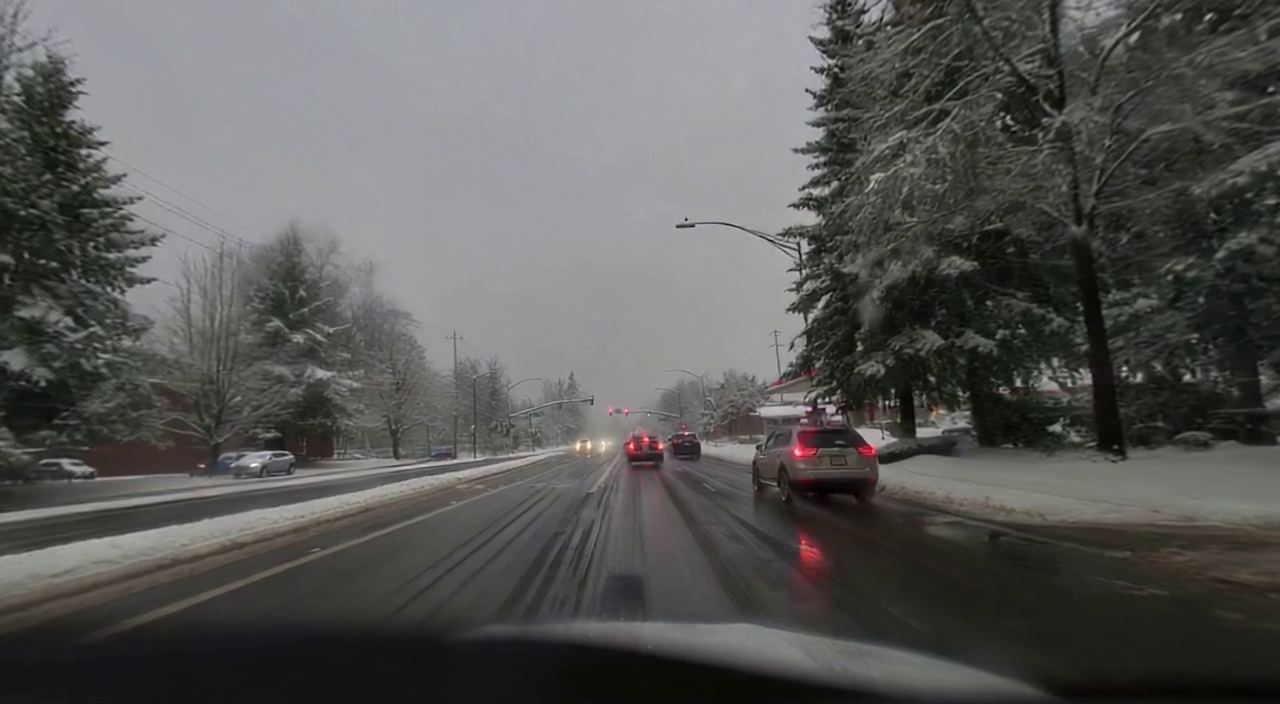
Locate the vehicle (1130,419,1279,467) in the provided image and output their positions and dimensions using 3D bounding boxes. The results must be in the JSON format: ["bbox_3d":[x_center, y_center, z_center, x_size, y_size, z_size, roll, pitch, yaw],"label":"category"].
[{"bbox_3d":[25.099,4.077,28.242,2.272,1.731,5.051,-6,-9,0],"label":"vehicle"}]

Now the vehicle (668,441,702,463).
[{"bbox_3d":[2.884,6.497,41.162,1.822,1.331,3.583,0,-8,-2],"label":"vehicle"}]

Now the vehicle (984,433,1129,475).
[{"bbox_3d":[15.694,3.849,23.971,4.165,1.517,1.795,0,-8,0],"label":"vehicle"}]

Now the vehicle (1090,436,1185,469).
[{"bbox_3d":[22.310,4.525,28.480,1.498,1.323,3.303,-2,-9,-1],"label":"vehicle"}]

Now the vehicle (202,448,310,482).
[{"bbox_3d":[-24.321,7.133,40.270,2.100,1.937,5.517,-4,-9,26],"label":"vehicle"}]

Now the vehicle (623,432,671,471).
[{"bbox_3d":[0.264,4.781,30.425,2.164,1.718,3.881,0,-8,-1],"label":"vehicle"}]

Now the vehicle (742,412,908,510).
[{"bbox_3d":[3.816,2.374,14.195,2.116,1.791,5.006,0,-8,-1],"label":"vehicle"}]
